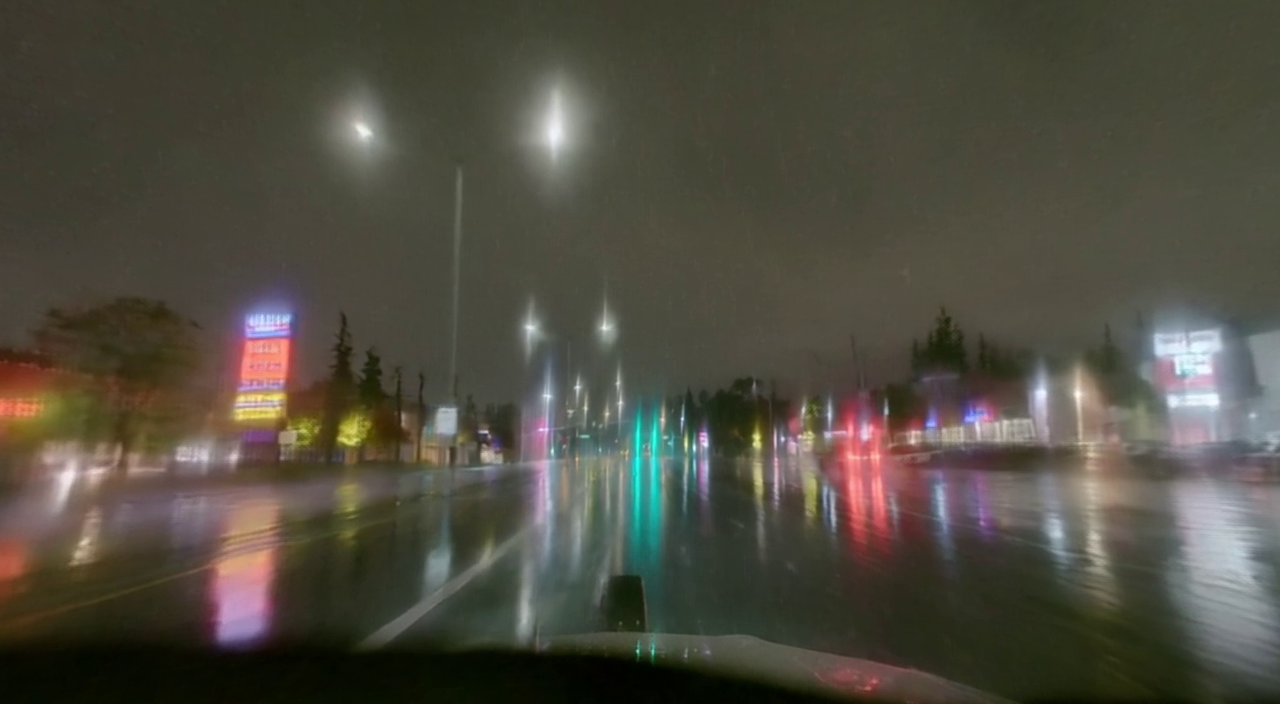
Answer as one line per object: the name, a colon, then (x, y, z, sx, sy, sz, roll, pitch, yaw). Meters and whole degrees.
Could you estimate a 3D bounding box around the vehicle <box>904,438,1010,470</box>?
vehicle: (17.985, 5.827, 36.031, 4.935, 1.753, 1.958, 0, -9, 1)

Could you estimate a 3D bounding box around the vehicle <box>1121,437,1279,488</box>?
vehicle: (18.654, 3.580, 20.739, 1.846, 1.466, 4.679, 0, -9, -3)

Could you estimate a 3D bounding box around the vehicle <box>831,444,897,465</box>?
vehicle: (17.115, 7.831, 48.441, 4.324, 1.536, 1.947, 0, -9, -1)

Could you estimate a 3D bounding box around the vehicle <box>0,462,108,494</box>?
vehicle: (-27.194, 5.725, 28.784, 4.282, 1.296, 1.914, -2, -10, 4)

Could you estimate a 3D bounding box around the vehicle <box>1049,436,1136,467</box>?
vehicle: (28.047, 6.196, 39.361, 1.931, 1.784, 4.813, 0, -9, 2)
